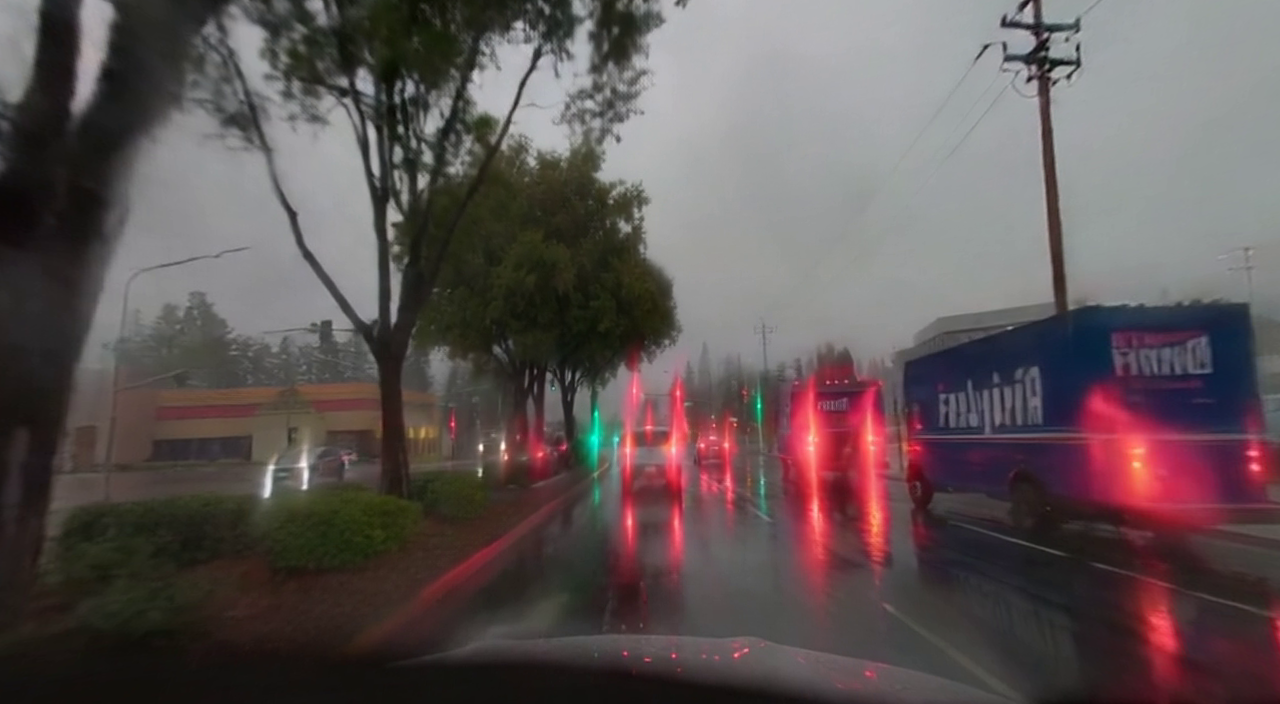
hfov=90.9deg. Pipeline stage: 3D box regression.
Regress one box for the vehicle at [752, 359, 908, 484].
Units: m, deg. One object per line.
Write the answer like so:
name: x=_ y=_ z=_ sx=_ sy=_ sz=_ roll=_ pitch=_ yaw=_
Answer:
vehicle: x=6.937 y=2.954 z=25.208 sx=2.816 sy=3.804 sz=10.315 roll=-3 pitch=-9 yaw=0

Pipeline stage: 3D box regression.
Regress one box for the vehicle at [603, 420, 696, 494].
vehicle: x=0.257 y=2.785 z=17.059 sx=2.209 sy=1.718 sz=4.008 roll=-1 pitch=-8 yaw=1

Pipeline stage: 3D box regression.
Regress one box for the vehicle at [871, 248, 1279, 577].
vehicle: x=6.737 y=1.114 z=10.371 sx=2.891 sy=3.361 sz=7.843 roll=-1 pitch=-8 yaw=0

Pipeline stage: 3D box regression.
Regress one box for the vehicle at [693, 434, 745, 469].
vehicle: x=3.767 y=4.791 z=30.690 sx=2.075 sy=1.540 sz=4.411 roll=-1 pitch=-8 yaw=2

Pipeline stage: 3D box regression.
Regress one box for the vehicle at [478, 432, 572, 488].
vehicle: x=-3.390 y=3.280 z=19.524 sx=2.008 sy=1.500 sz=4.369 roll=-1 pitch=-8 yaw=1

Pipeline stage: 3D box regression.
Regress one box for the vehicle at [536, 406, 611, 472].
vehicle: x=-3.017 y=4.232 z=30.577 sx=2.715 sy=2.791 sz=7.171 roll=-1 pitch=-8 yaw=1

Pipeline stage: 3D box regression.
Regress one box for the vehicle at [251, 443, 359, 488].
vehicle: x=-13.331 y=4.486 z=25.469 sx=1.928 sy=1.497 sz=4.446 roll=-1 pitch=-7 yaw=0
